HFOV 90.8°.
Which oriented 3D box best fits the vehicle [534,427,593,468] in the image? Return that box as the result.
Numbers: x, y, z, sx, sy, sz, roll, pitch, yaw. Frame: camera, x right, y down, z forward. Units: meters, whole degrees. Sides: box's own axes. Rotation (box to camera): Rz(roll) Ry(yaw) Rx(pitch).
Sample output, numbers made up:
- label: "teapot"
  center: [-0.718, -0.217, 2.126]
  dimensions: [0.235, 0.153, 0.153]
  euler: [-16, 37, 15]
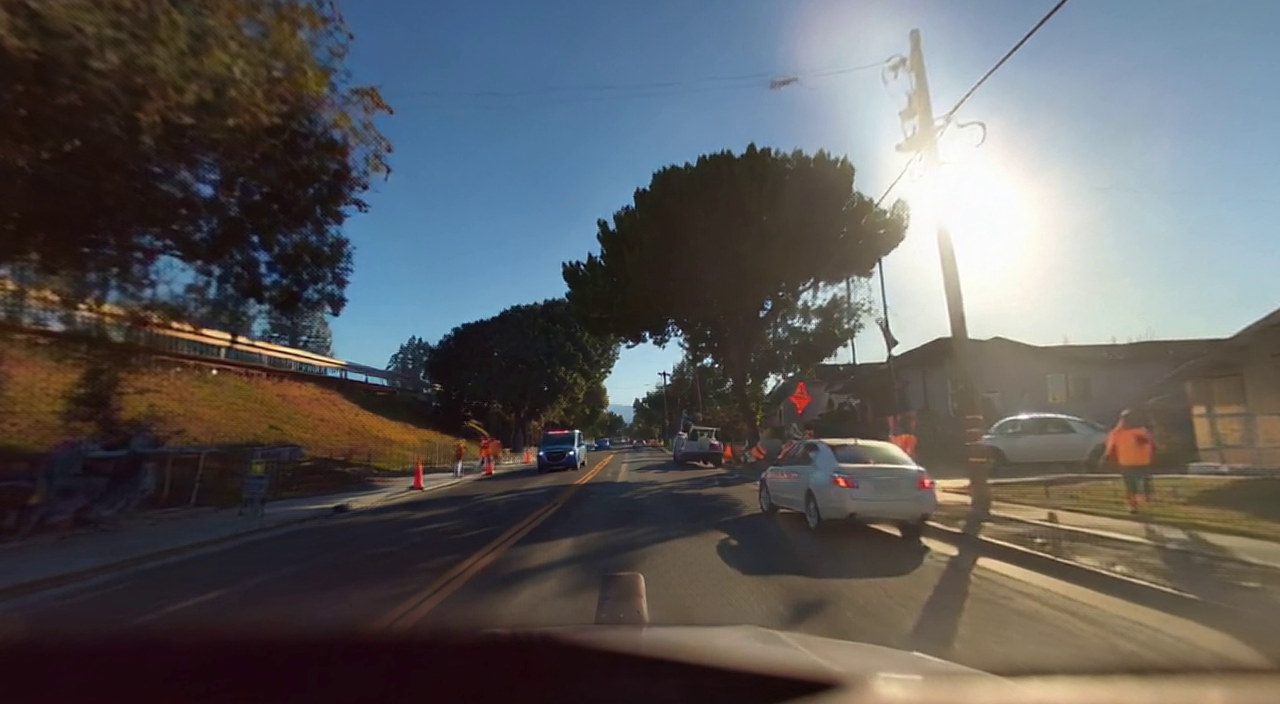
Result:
- label: "vehicle"
  center: [-3.836, 4.981, 32.895]
  dimensions: [2.358, 1.921, 5.675]
  euler: [0, -9, 0]

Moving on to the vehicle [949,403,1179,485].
- label: "vehicle"
  center: [11.278, 2.493, 17.133]
  dimensions: [4.633, 2.059, 2.050]
  euler: [0, -9, 2]

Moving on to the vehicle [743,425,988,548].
- label: "vehicle"
  center: [3.161, 2.003, 10.145]
  dimensions: [2.006, 1.482, 4.722]
  euler: [0, -9, -3]

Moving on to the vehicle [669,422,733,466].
- label: "vehicle"
  center: [3.098, 4.940, 33.729]
  dimensions: [2.759, 2.114, 6.152]
  euler: [0, -9, 0]
